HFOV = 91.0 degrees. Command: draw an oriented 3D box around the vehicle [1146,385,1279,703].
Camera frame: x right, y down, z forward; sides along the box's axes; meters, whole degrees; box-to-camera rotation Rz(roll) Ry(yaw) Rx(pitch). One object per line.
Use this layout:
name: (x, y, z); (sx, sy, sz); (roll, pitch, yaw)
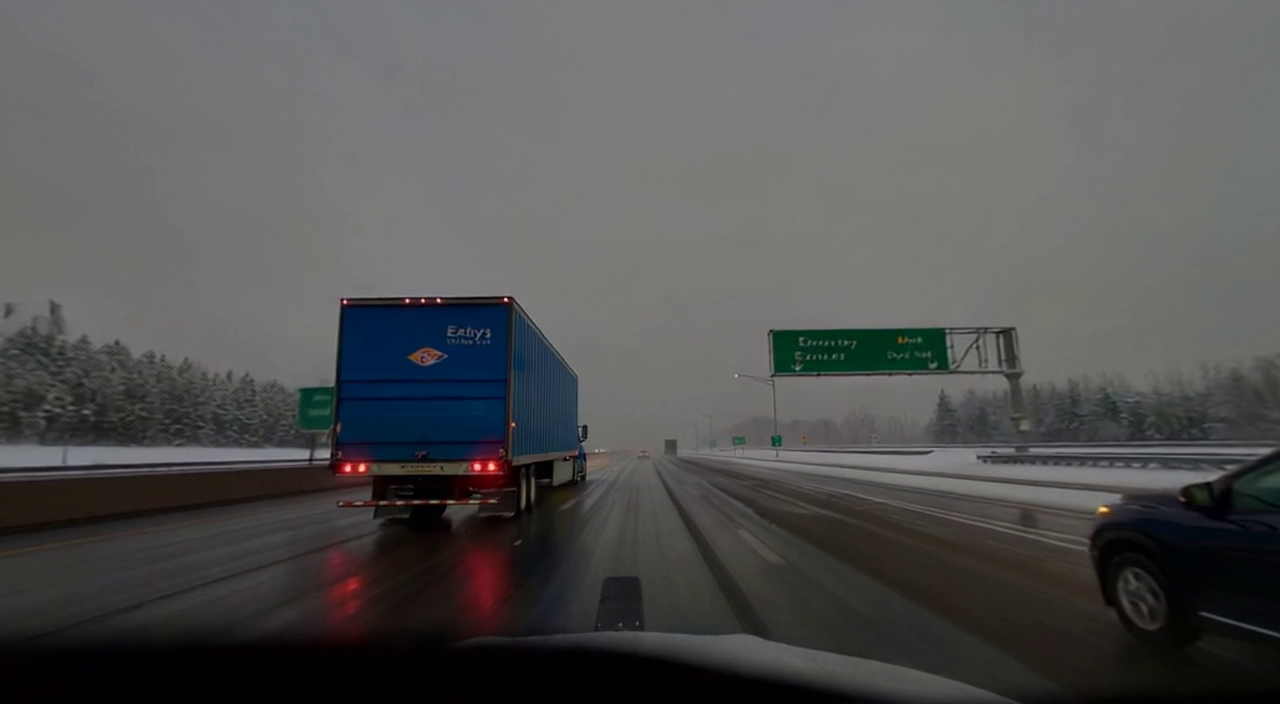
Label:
vehicle: (3.744, 0.666, 1.012); (2.044, 1.558, 4.577); (0, -9, 0)

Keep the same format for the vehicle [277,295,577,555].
vehicle: (-3.206, 1.566, 12.578); (2.922, 3.458, 8.360); (0, -9, 1)
